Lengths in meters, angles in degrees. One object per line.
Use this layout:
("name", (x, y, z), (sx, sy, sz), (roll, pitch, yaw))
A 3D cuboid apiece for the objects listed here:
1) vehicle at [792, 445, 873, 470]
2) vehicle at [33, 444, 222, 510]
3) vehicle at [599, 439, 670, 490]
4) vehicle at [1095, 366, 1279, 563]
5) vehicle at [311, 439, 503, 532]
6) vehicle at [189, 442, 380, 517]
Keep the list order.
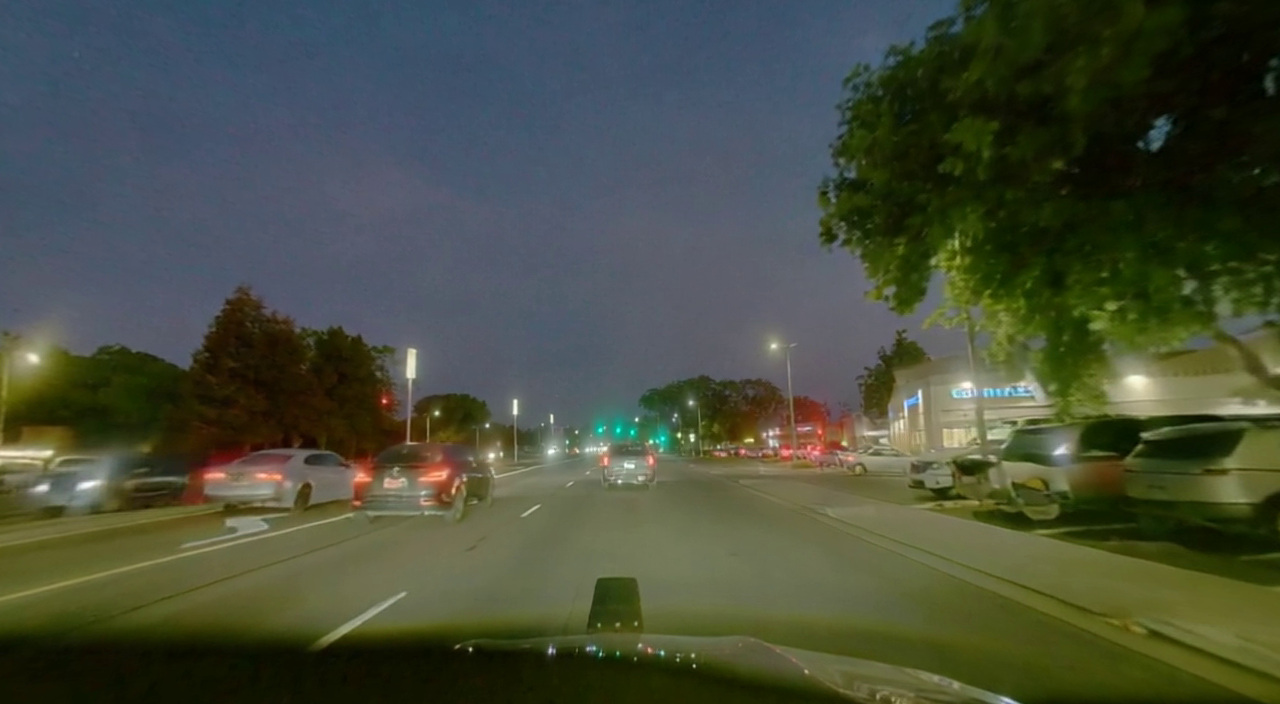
("vehicle", (13.340, 7.324, 43.971), (4.877, 1.603, 2.197), (0, -9, 0))
("vehicle", (-16.488, 3.984, 20.819), (2.090, 1.850, 5.013), (-1, -9, -1))
("vehicle", (-0.232, 3.584, 20.418), (2.061, 1.469, 3.954), (0, -9, -2))
("vehicle", (8.764, 1.243, 7.033), (5.526, 1.833, 2.354), (0, -10, -1))
("vehicle", (-4.226, 2.490, 12.498), (1.973, 1.456, 4.850), (0, -9, 0))
("vehicle", (-7.939, 2.860, 14.682), (2.009, 1.470, 4.179), (0, -9, 0))
